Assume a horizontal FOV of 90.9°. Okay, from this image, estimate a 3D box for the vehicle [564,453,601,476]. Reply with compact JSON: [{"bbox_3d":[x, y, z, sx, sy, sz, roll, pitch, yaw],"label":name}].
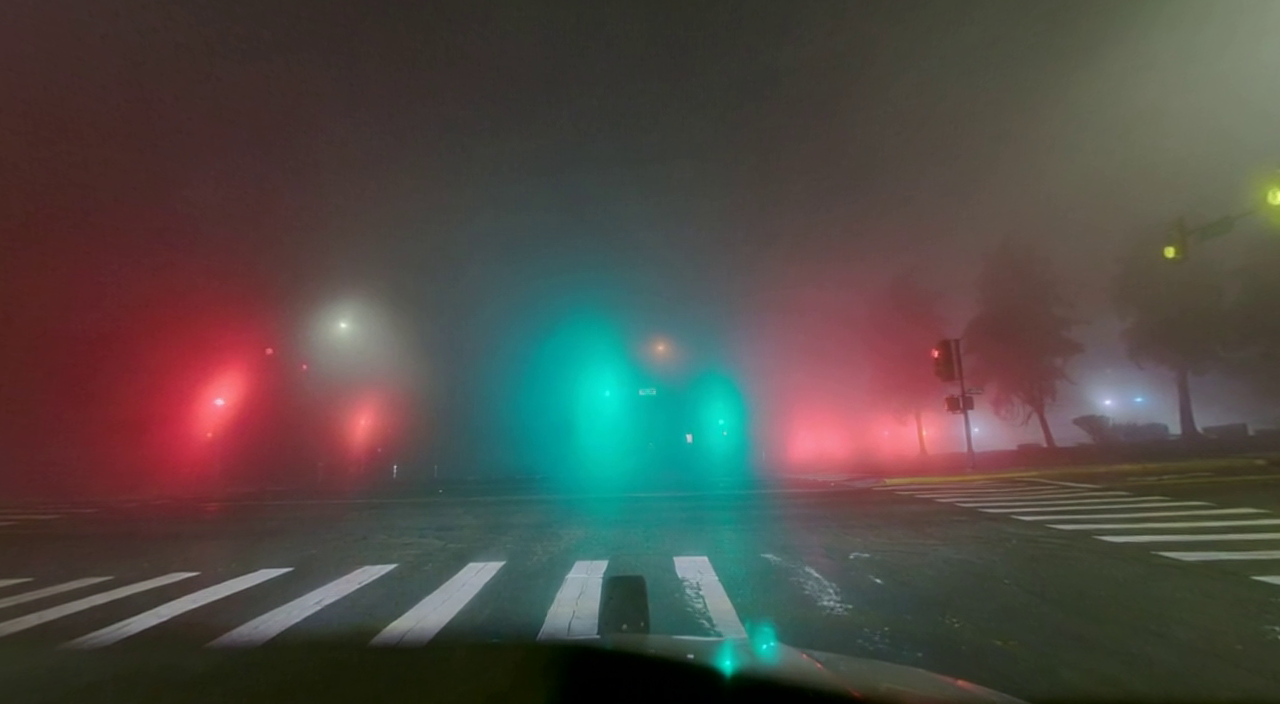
[{"bbox_3d":[-4.474,8.844,49.823,2.030,1.704,4.205,-1,-8,7],"label":"vehicle"}]
